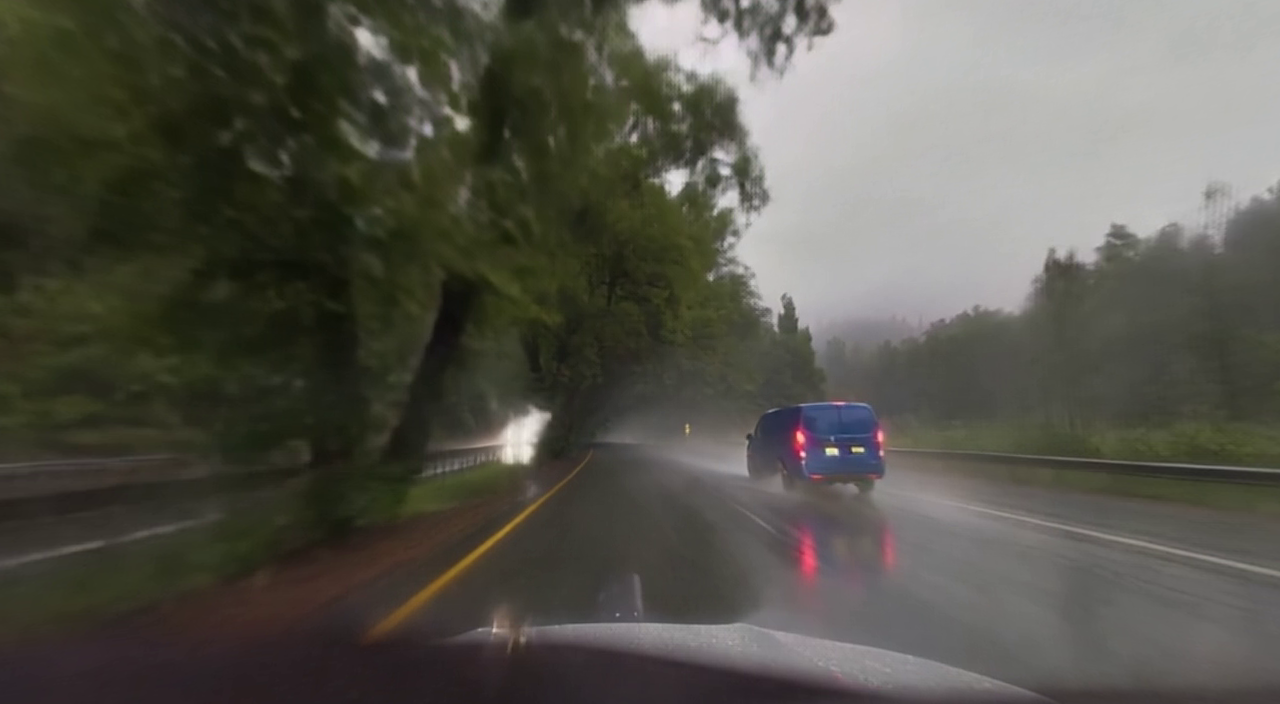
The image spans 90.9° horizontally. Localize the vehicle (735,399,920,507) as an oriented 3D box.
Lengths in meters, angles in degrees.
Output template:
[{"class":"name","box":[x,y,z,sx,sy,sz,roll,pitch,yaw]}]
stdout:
[{"class":"vehicle","box":[3.500,1.992,12.901,2.240,1.801,4.545,0,-8,-2]}]
